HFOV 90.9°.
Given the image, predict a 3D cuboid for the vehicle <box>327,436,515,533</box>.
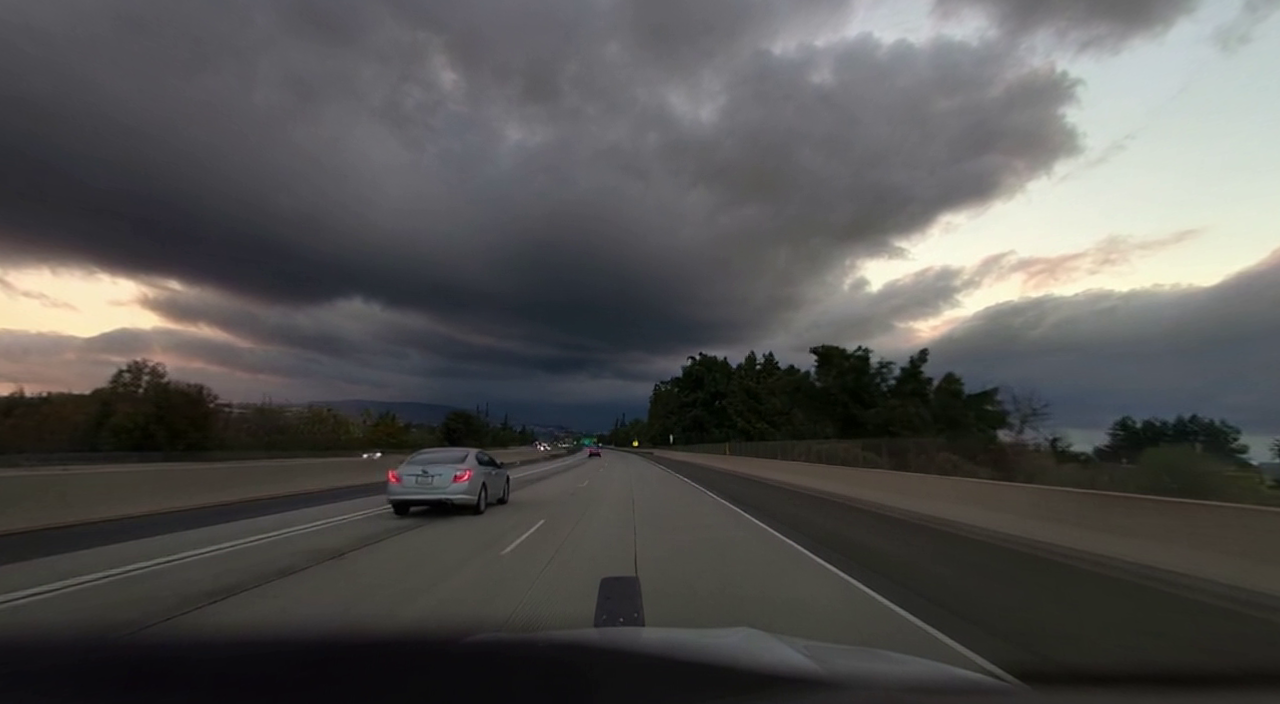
[{"bbox_3d":[-3.934,2.461,12.330,2.017,1.522,4.569,0,-9,0],"label":"vehicle"}]
